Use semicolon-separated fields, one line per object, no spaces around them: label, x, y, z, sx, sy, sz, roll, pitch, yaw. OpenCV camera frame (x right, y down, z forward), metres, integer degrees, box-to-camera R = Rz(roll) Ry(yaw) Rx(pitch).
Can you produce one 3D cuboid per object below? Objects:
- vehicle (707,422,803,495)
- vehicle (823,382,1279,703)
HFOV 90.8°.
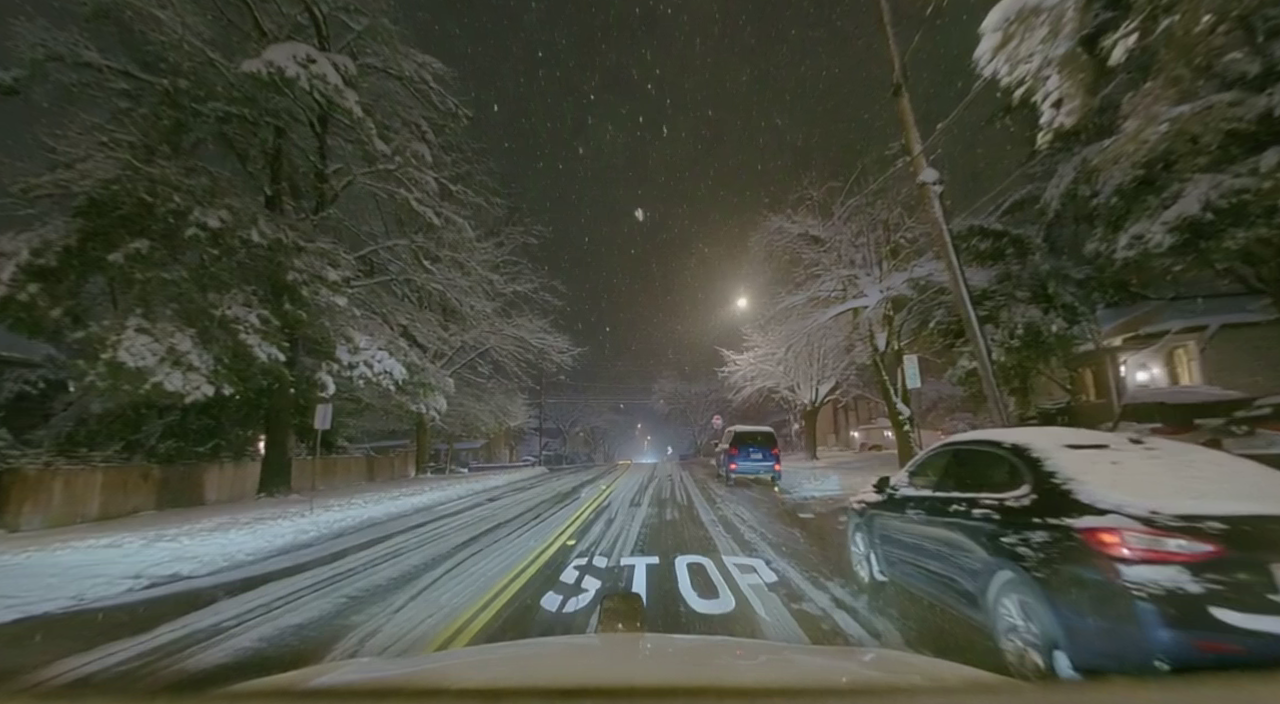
vehicle;3.273;3.155;18.943;2.109;1.875;4.488;-1;-9;1
vehicle;2.958;1.151;3.893;1.969;1.549;5.038;0;-9;-2
